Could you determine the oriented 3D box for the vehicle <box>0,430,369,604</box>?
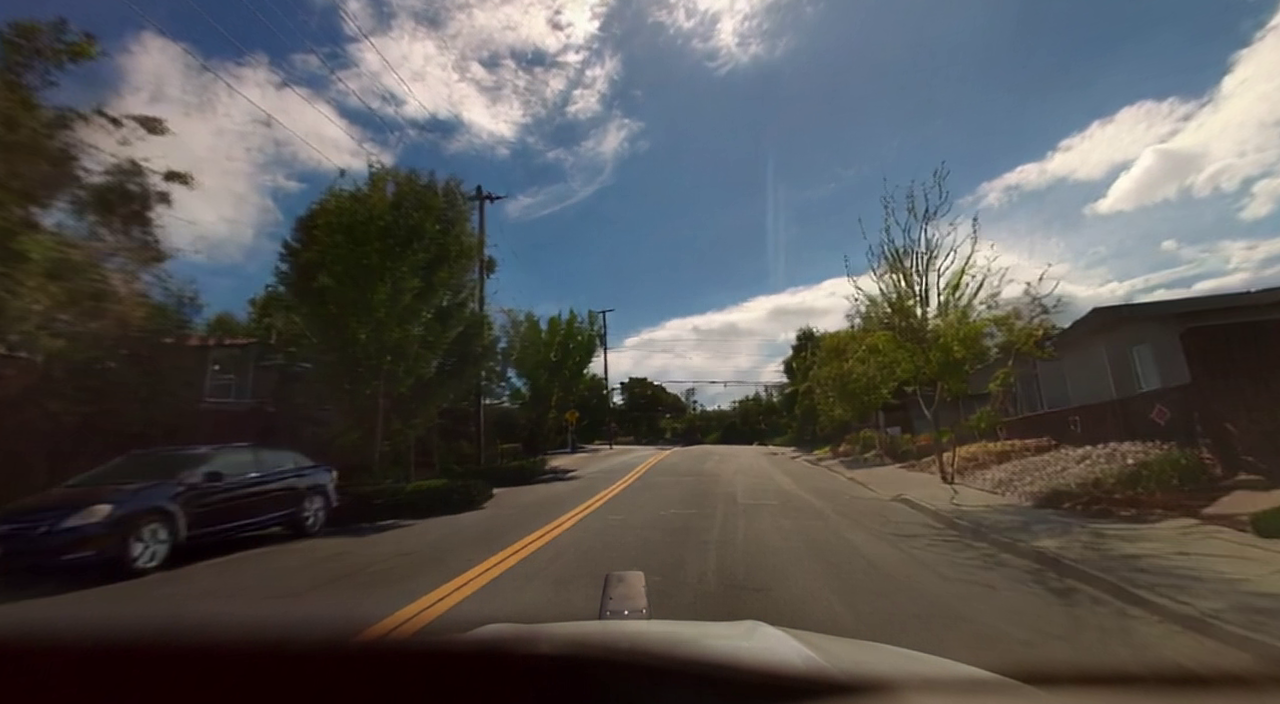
[{"bbox_3d":[-6.077,1.931,8.609,2.032,1.595,5.289,-1,-8,5],"label":"vehicle"}]
